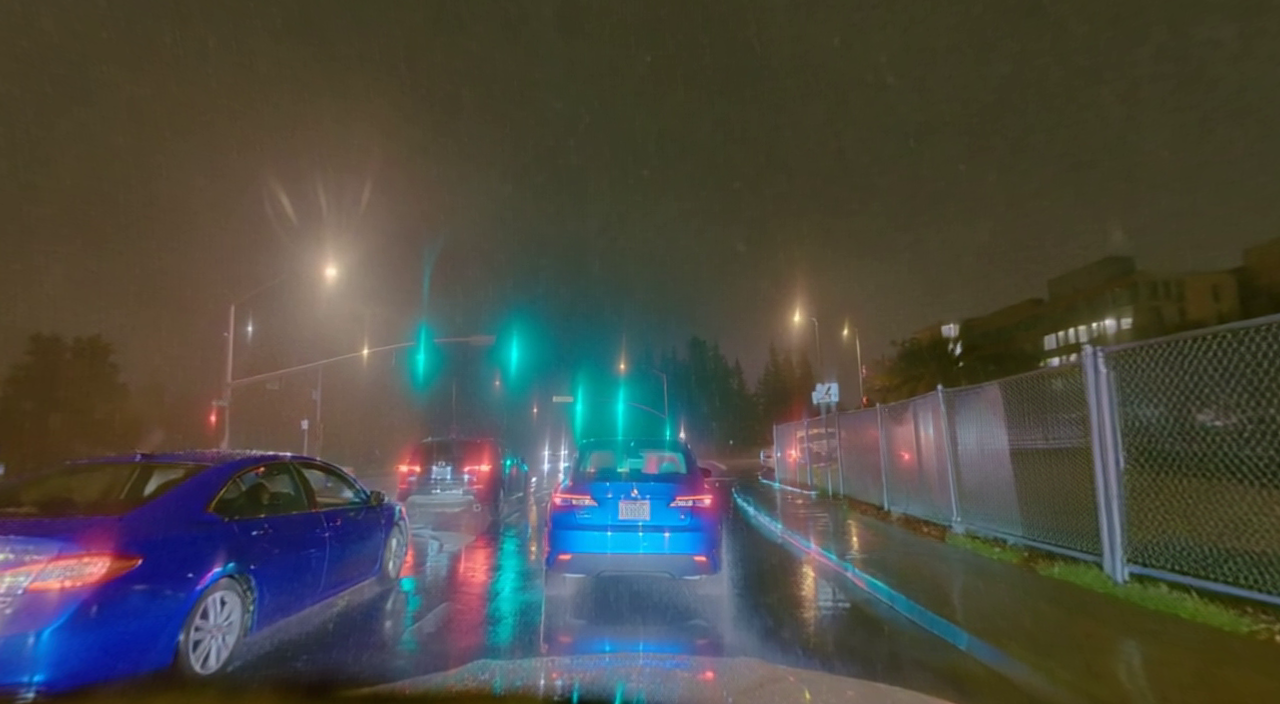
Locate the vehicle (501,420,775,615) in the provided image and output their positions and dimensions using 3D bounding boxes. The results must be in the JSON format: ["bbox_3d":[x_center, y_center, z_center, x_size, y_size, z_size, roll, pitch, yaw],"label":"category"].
[{"bbox_3d":[-0.014,1.603,7.019,2.144,1.514,4.063,0,-9,0],"label":"vehicle"}]

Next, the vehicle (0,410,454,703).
[{"bbox_3d":[-3.203,1.335,4.954,1.971,1.488,4.581,0,-9,1],"label":"vehicle"}]
